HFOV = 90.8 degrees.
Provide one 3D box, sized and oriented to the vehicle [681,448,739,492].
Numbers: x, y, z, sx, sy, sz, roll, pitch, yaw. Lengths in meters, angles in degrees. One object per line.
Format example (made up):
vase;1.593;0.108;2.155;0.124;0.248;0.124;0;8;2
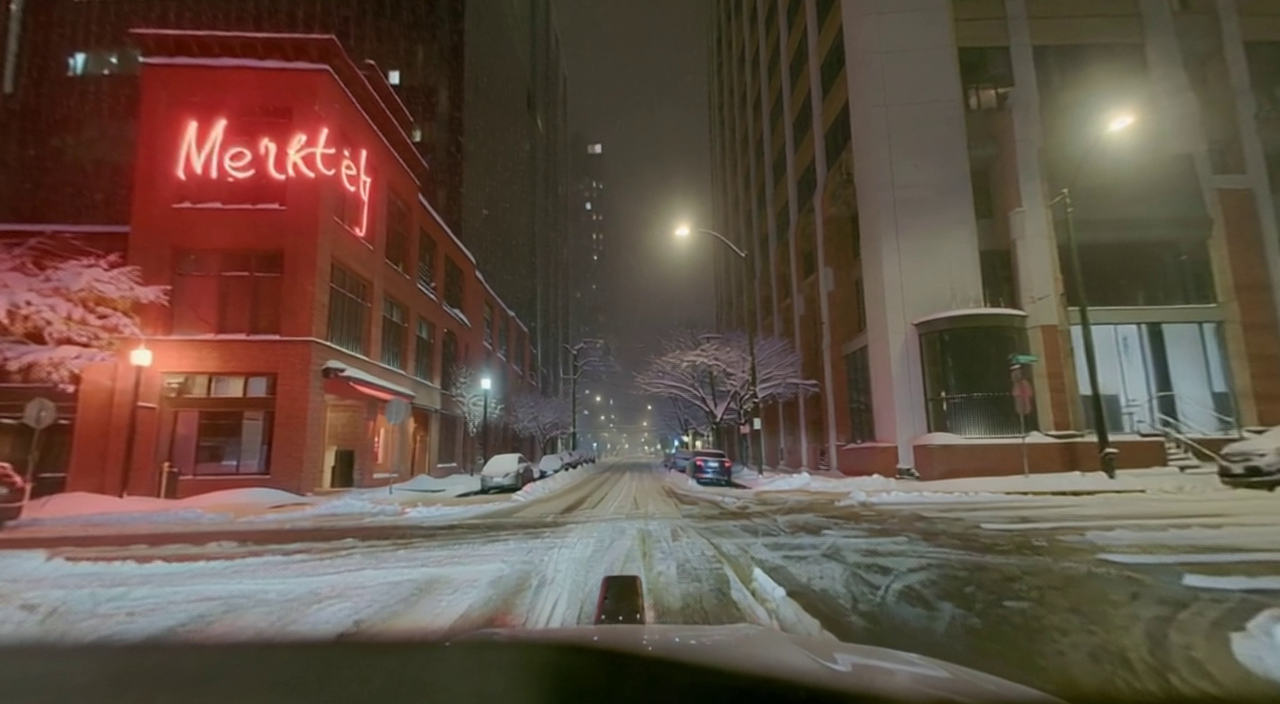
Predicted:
vehicle;2.858;4.938;26.873;1.917;1.680;4.500;0;-9;0

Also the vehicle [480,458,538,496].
vehicle;-5.720;5.505;28.072;1.864;1.447;3.887;0;-9;-2

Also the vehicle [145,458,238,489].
vehicle;-23.776;6.449;33.605;3.618;1.412;1.587;-2;-10;-7
